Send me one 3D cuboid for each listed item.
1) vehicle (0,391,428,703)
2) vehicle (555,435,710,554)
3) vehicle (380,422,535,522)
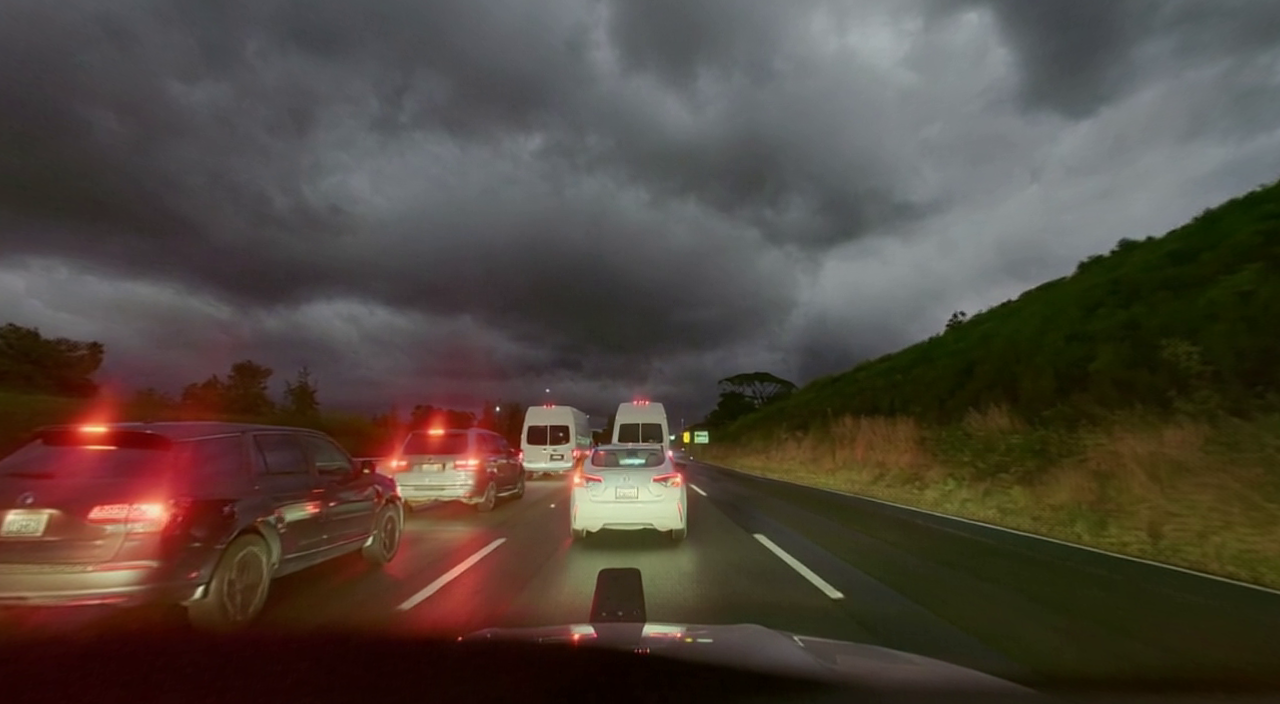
[{"bbox_3d":[-3.669,1.384,5.573,2.029,1.656,4.437,0,-9,0],"label":"vehicle"},{"bbox_3d":[-0.095,2.106,9.894,1.995,1.495,3.380,0,-9,0],"label":"vehicle"},{"bbox_3d":[-3.920,2.689,14.574,2.055,1.913,4.584,-1,-9,2],"label":"vehicle"}]
